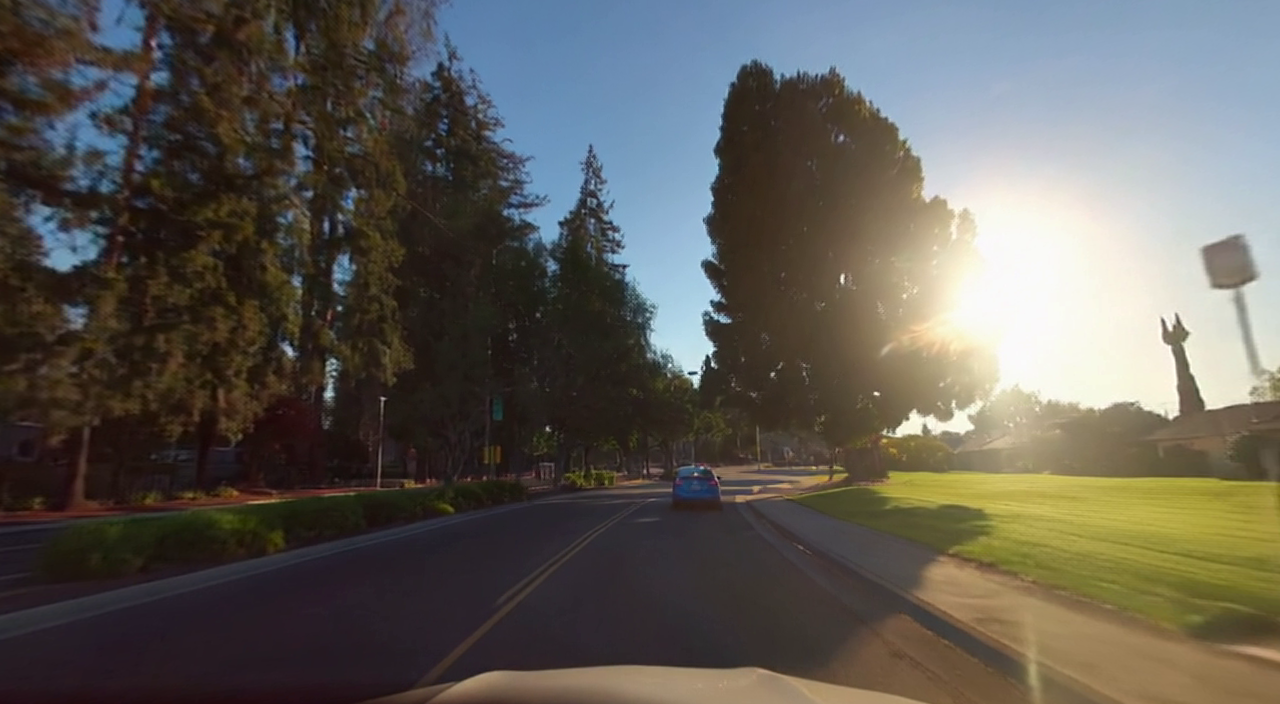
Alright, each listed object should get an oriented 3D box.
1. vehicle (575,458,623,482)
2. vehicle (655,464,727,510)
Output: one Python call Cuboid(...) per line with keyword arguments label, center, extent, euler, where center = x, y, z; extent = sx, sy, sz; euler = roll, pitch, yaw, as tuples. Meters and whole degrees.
Cuboid(label="vehicle", center=(-2.647, 7.877, 42.068), extent=(1.870, 1.518, 4.390), euler=(-2, -11, 15))
Cuboid(label="vehicle", center=(1.790, 4.307, 20.438), extent=(1.972, 1.250, 5.282), euler=(-1, -11, 8))
